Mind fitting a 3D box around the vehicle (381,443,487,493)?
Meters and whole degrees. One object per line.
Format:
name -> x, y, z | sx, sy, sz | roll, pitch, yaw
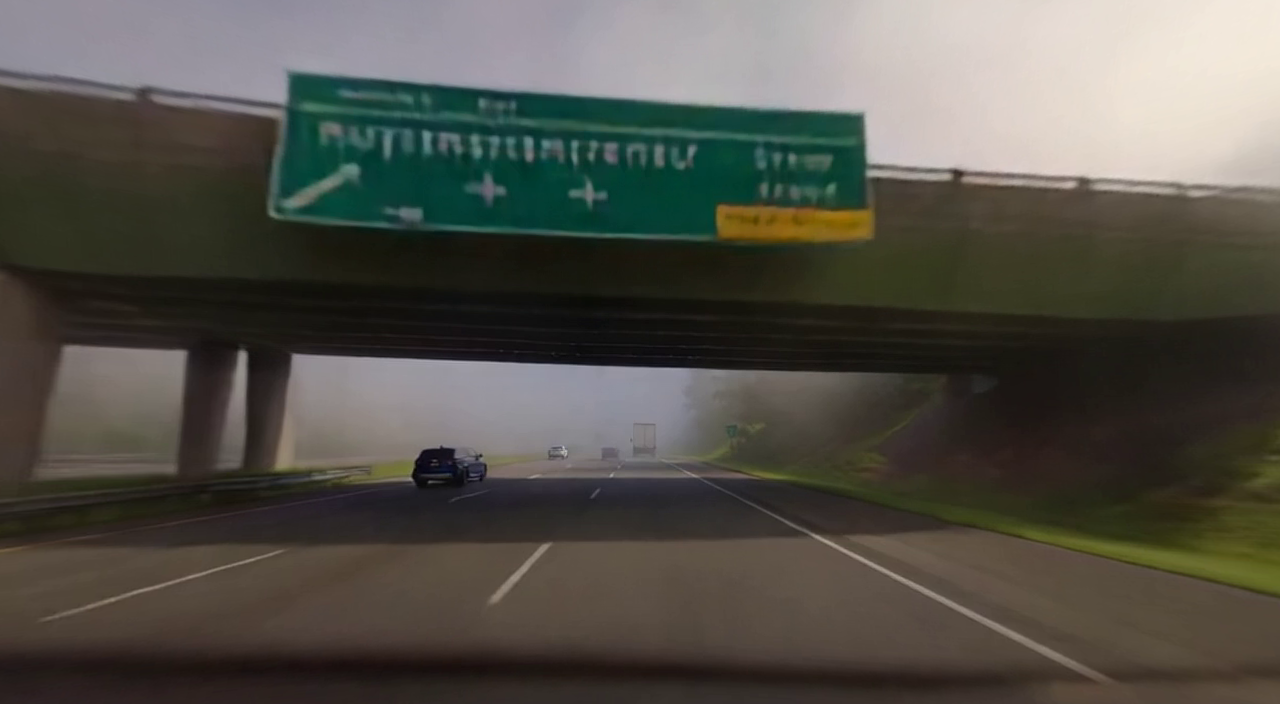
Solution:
vehicle -> -6.791, 3.860, 21.435 | 2.038, 1.489, 4.603 | 0, -9, 0
